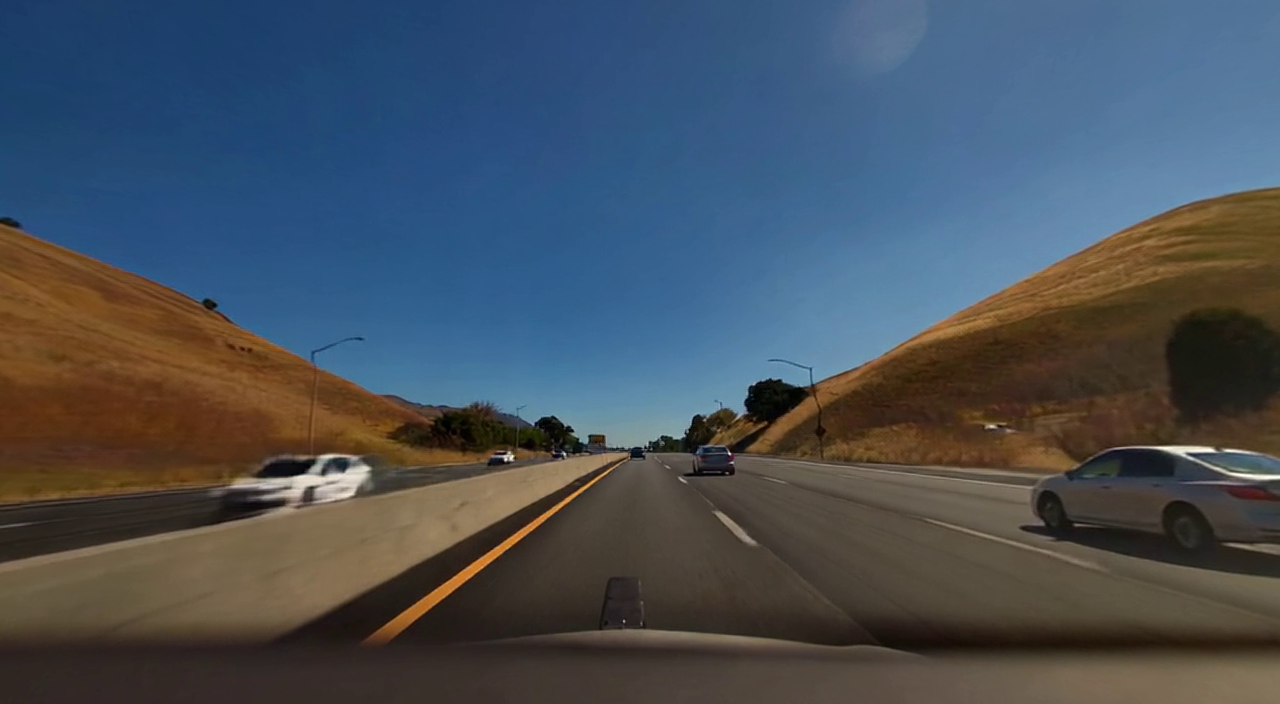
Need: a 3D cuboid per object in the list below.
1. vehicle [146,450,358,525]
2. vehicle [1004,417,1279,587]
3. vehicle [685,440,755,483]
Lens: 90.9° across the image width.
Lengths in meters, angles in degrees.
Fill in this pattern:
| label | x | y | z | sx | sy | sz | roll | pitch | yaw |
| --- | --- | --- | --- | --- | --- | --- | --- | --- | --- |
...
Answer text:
| label | x | y | z | sx | sy | sz | roll | pitch | yaw |
| --- | --- | --- | --- | --- | --- | --- | --- | --- | --- |
| vehicle | -9.173 | 3.200 | 15.572 | 2.208 | 1.447 | 4.764 | -2 | -8 | 0 |
| vehicle | 6.812 | 1.635 | 7.609 | 1.988 | 1.530 | 4.777 | 0 | -8 | 0 |
| vehicle | 2.897 | 4.068 | 23.687 | 2.044 | 1.444 | 4.216 | 0 | -8 | 0 |
